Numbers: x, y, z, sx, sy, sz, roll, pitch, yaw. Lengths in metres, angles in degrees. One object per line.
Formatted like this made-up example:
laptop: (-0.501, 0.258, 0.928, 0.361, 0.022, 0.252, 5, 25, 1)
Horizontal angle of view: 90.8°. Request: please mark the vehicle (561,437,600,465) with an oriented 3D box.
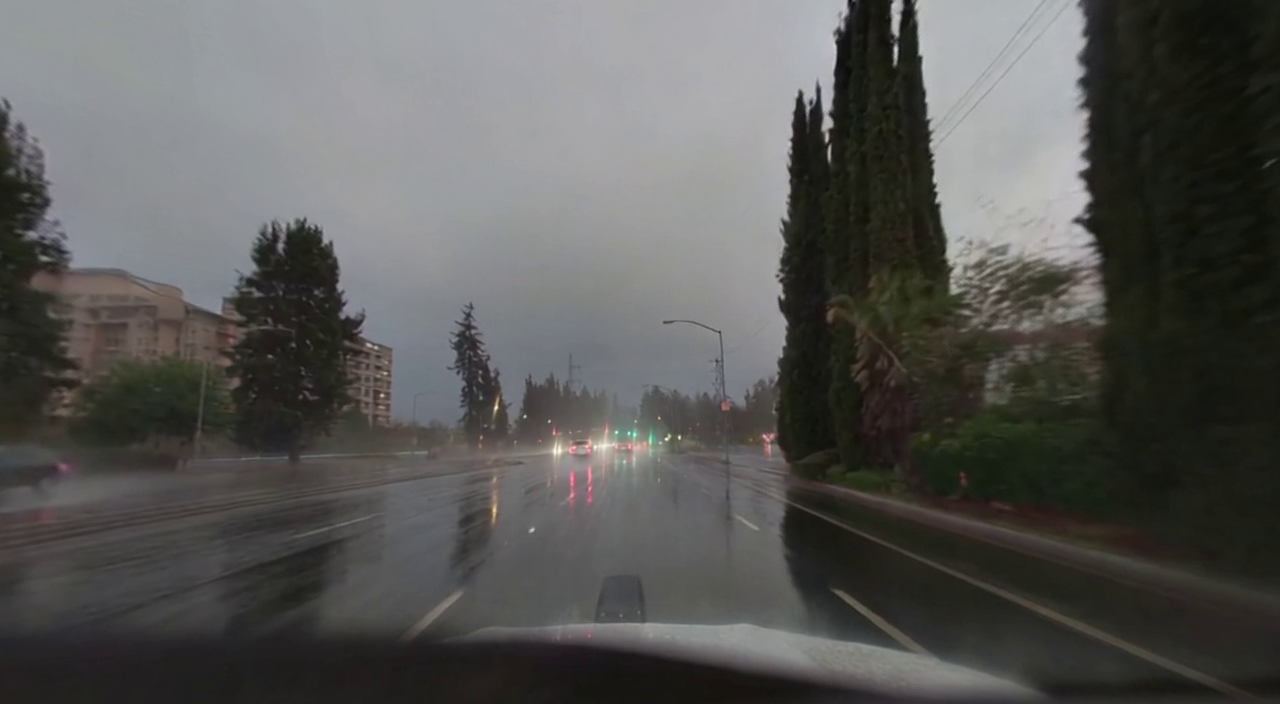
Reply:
vehicle: (-3.778, 6.367, 40.832, 2.121, 1.654, 3.993, 0, -8, 0)
